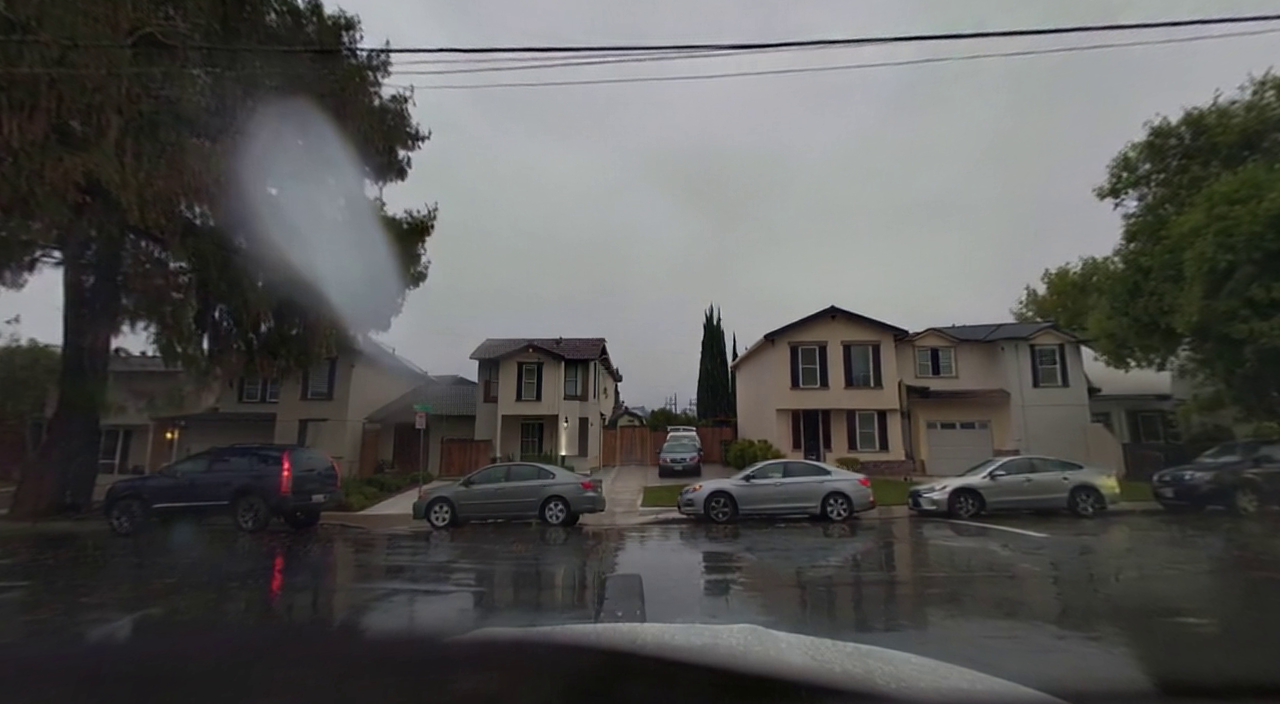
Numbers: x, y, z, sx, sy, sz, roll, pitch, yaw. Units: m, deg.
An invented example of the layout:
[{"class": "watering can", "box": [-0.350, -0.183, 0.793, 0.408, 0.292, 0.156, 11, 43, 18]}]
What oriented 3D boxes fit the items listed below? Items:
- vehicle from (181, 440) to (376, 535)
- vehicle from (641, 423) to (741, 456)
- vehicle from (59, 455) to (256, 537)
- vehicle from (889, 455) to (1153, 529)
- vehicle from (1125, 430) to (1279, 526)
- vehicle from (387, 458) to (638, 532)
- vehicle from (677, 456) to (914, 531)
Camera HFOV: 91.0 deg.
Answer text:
[{"class": "vehicle", "box": [-8.621, 3.212, 15.649, 2.046, 1.969, 4.585, 0, -9, 1]}, {"class": "vehicle", "box": [2.369, 4.183, 30.033, 4.565, 1.479, 1.775, 0, -8, -2]}, {"class": "vehicle", "box": [-11.612, 3.425, 15.572, 1.827, 1.648, 4.030, 0, -9, -4]}, {"class": "vehicle", "box": [8.337, 3.055, 14.049, 4.785, 1.471, 1.798, 1, -8, -4]}, {"class": "vehicle", "box": [14.508, 2.834, 14.567, 4.513, 1.970, 2.512, 1, -8, -4]}, {"class": "vehicle", "box": [-2.594, 3.077, 13.788, 5.075, 1.436, 1.863, 0, -8, 0]}, {"class": "vehicle", "box": [3.197, 3.028, 13.699, 4.663, 1.452, 1.801, 0, -8, 0]}]
